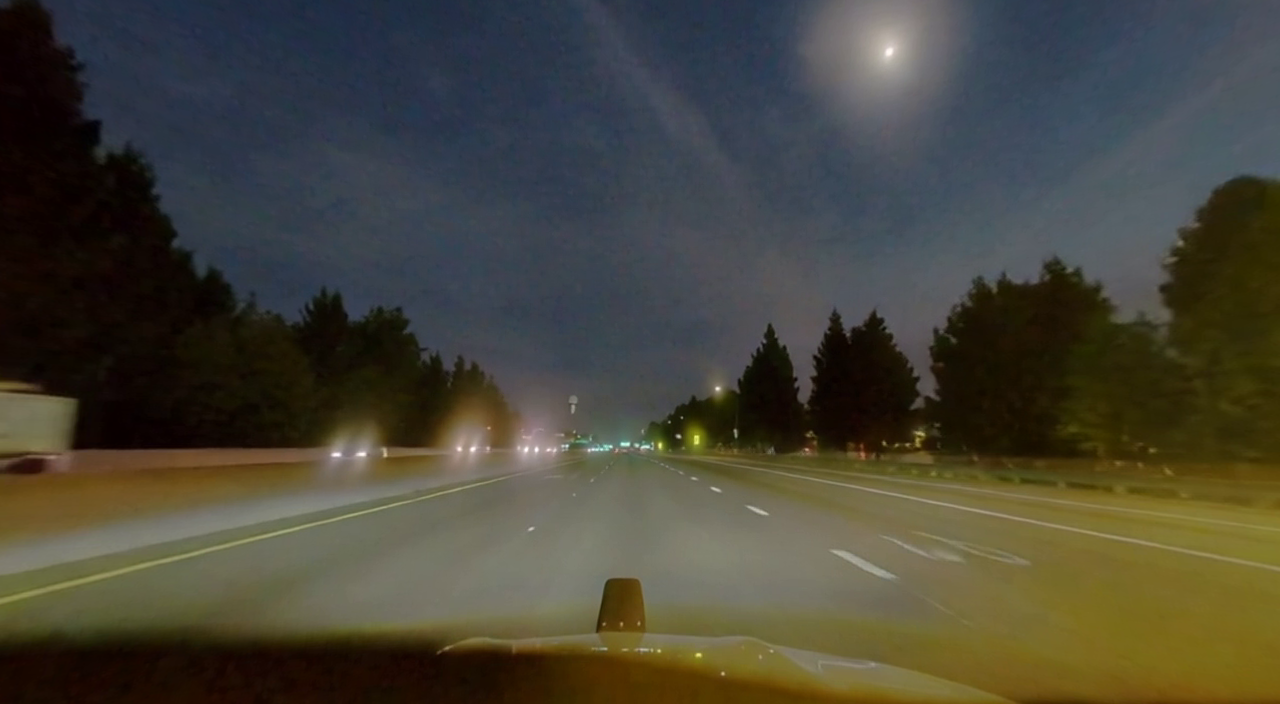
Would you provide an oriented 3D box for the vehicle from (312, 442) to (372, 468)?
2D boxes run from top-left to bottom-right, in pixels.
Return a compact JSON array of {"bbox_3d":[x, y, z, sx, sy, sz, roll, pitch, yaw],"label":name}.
[{"bbox_3d":[-16.748,5.803,35.578,1.645,1.417,3.633,0,-9,0],"label":"vehicle"}]
